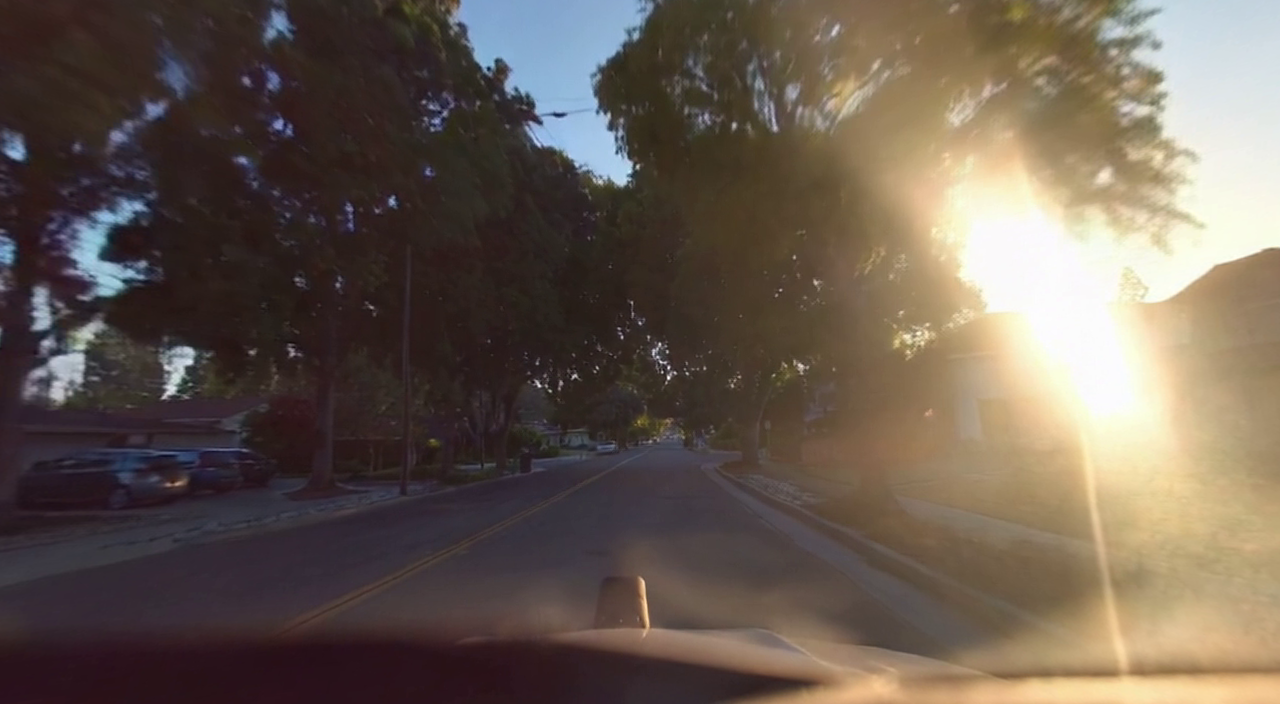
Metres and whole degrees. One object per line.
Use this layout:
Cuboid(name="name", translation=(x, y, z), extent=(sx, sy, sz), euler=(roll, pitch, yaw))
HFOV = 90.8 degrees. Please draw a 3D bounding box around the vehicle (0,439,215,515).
Cuboid(name="vehicle", translation=(-13.835, 3.145, 16.187), extent=(4.370, 1.761, 1.901), euler=(1, -9, -6))
